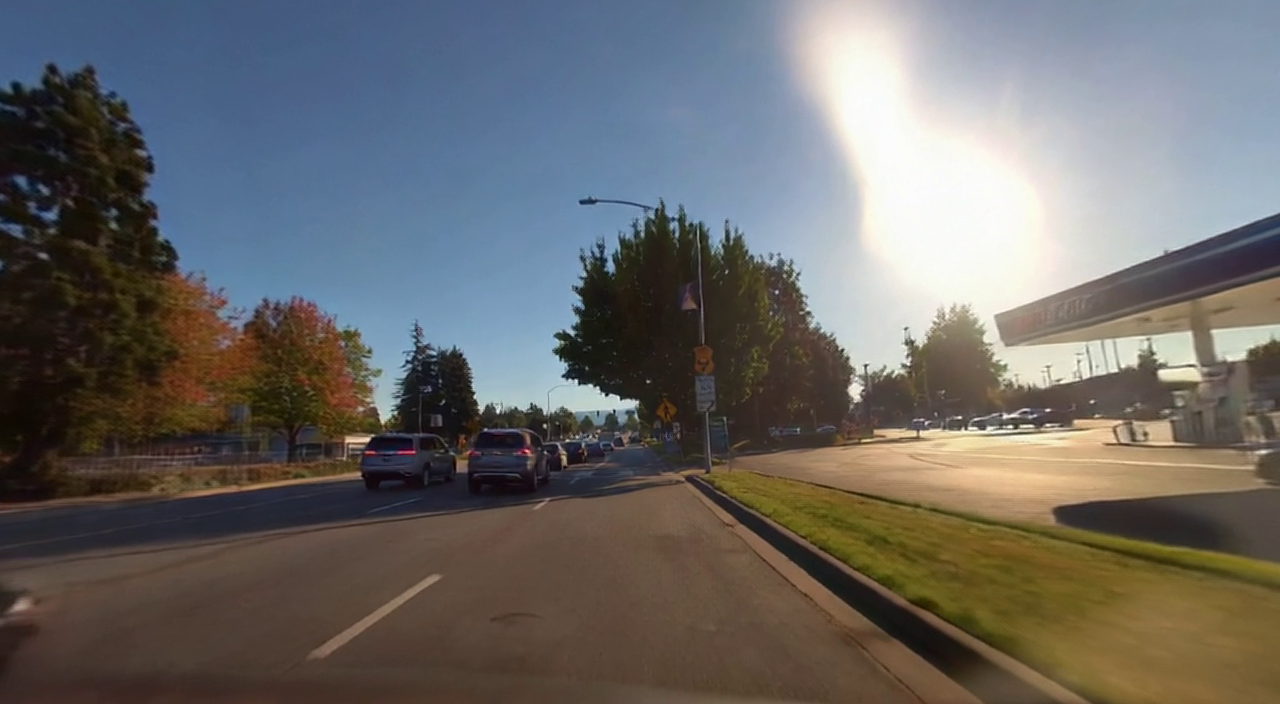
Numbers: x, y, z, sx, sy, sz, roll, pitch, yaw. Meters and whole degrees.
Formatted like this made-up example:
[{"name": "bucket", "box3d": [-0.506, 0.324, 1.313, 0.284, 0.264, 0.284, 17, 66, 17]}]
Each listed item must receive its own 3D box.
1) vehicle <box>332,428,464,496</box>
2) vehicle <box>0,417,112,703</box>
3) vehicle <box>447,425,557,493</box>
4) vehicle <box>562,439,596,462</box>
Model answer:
[{"name": "vehicle", "box3d": [-7.096, 3.276, 19.103, 2.102, 1.774, 4.662, 0, -9, 1]}, {"name": "vehicle", "box3d": [-3.373, 0.719, 0.625, 1.888, 1.452, 4.303, 0, -9, 1]}, {"name": "vehicle", "box3d": [-4.023, 3.220, 19.214, 2.306, 1.815, 4.476, 0, -9, 0]}, {"name": "vehicle", "box3d": [-4.441, 7.206, 46.218, 2.060, 1.580, 3.980, 0, -9, 1]}]
